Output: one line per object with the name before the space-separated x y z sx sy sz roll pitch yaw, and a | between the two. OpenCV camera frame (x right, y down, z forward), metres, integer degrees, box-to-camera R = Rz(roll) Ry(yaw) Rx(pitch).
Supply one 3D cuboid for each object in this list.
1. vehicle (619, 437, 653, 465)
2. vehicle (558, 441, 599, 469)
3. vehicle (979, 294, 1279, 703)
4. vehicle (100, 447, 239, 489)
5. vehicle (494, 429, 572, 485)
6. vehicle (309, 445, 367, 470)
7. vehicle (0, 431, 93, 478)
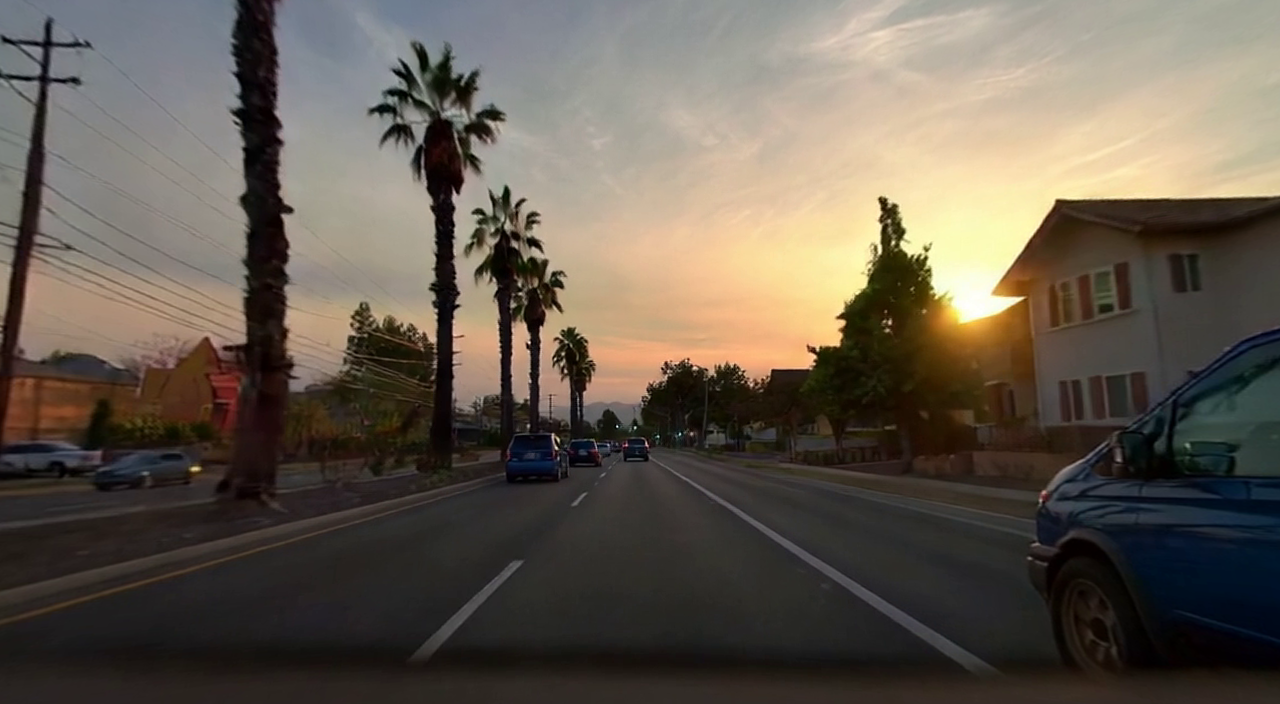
vehicle | -0.291 6.725 42.939 2.191 1.761 3.857 0 -8 -2
vehicle | -3.302 5.591 34.469 1.869 1.454 4.142 0 -8 -1
vehicle | 3.633 0.688 2.125 2.234 1.912 4.847 0 -8 0
vehicle | -18.678 4.590 25.422 1.911 1.479 4.713 0 -9 1
vehicle | -3.527 3.559 21.612 1.967 1.703 4.157 0 -8 0
vehicle | -22.182 7.744 46.601 1.994 1.651 4.681 -1 -8 -1
vehicle | -30.180 4.948 30.540 5.583 2.103 2.086 -1 -6 2
